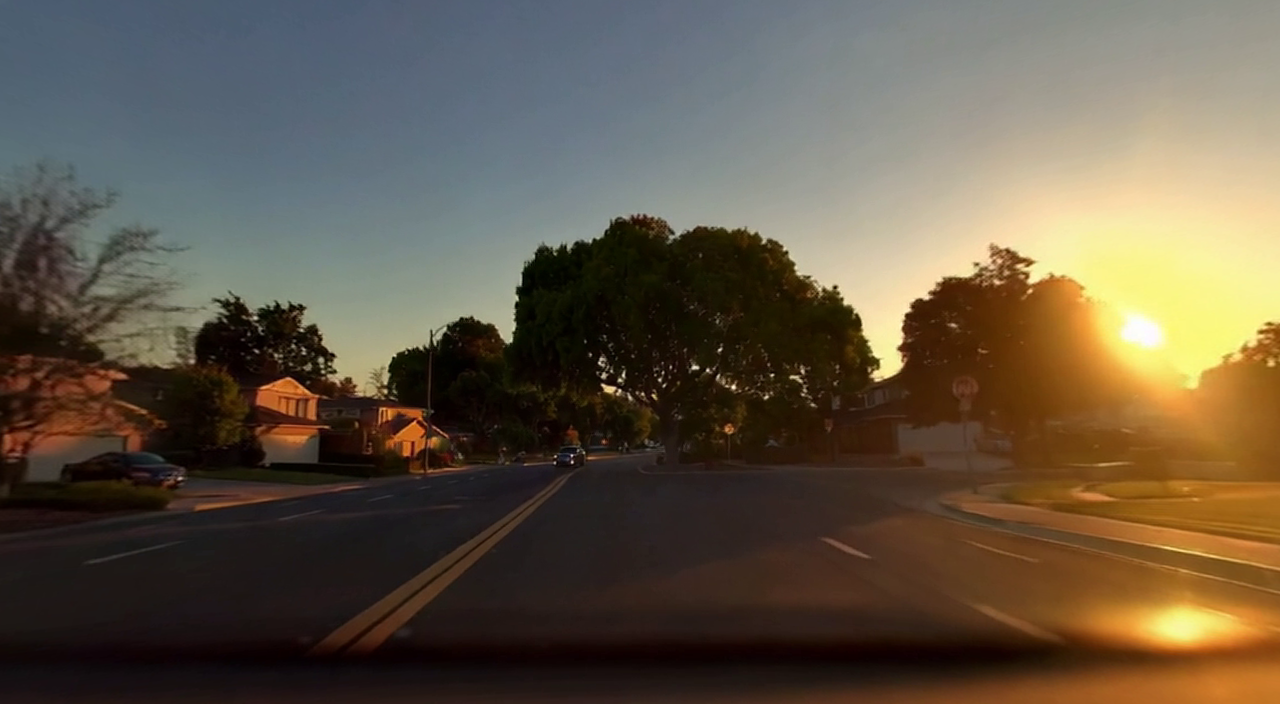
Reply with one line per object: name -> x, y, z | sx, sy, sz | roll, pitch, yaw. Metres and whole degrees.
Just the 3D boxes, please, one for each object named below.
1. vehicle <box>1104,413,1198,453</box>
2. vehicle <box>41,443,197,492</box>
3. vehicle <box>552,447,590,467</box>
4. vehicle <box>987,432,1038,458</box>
vehicle -> 33.310, 5.404, 41.484 | 2.411, 2.381, 6.645 | -3, -9, 18
vehicle -> -20.150, 4.457, 24.612 | 4.050, 1.755, 2.243 | 0, -8, 0
vehicle -> -5.219, 8.013, 48.405 | 2.088, 1.490, 4.524 | -1, -9, 5
vehicle -> 24.774, 6.219, 42.166 | 2.000, 1.594, 4.976 | -4, -9, 20
